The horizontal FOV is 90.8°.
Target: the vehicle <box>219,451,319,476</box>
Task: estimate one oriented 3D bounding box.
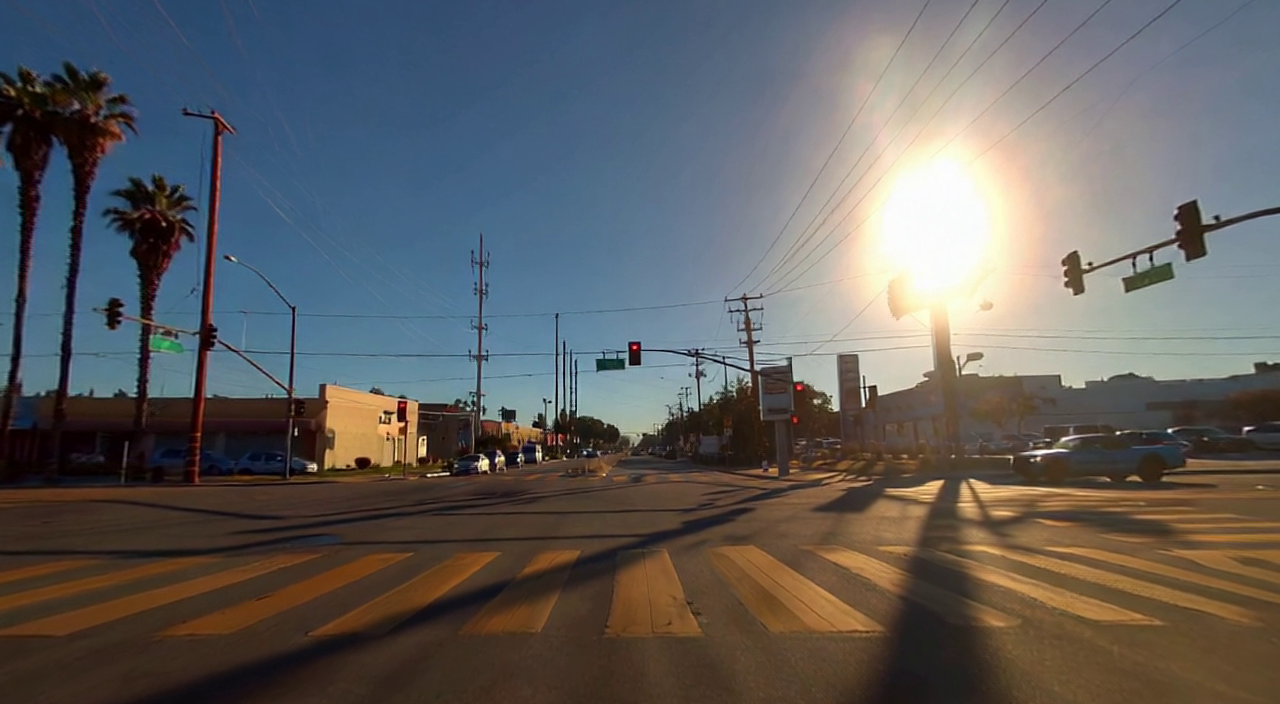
[{"bbox_3d":[-22.297,6.699,38.063,4.849,1.444,1.881,0,-9,1],"label":"vehicle"}]

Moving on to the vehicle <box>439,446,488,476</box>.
[{"bbox_3d":[-11.948,7.380,42.968,2.016,1.717,4.287,0,-6,1],"label":"vehicle"}]

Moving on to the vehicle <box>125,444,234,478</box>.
[{"bbox_3d":[-25.920,6.142,35.675,4.613,1.820,2.021,-1,-9,4],"label":"vehicle"}]

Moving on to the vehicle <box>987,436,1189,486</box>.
[{"bbox_3d":[14.284,3.491,20.431,4.918,1.479,1.897,-1,-9,7],"label":"vehicle"}]
